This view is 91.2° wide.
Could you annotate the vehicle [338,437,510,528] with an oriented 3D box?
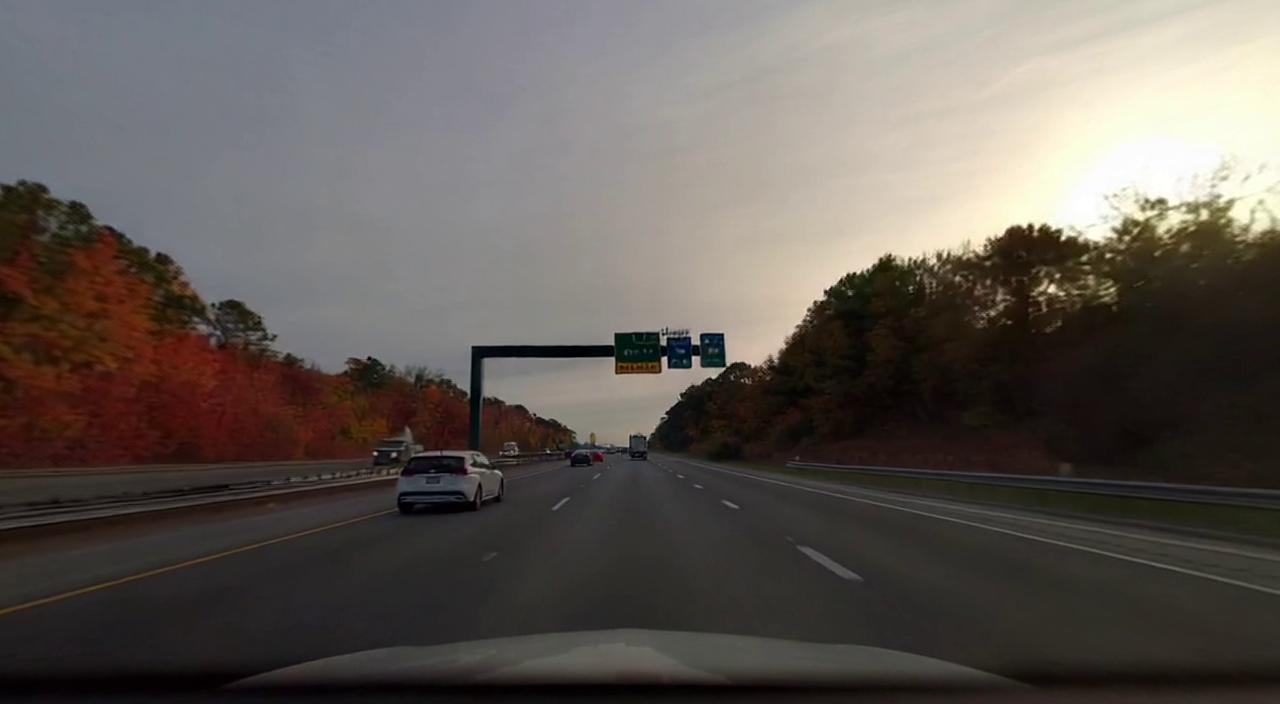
[{"bbox_3d":[-4.101,2.537,12.741,2.071,1.525,4.058,0,-9,0],"label":"vehicle"}]
